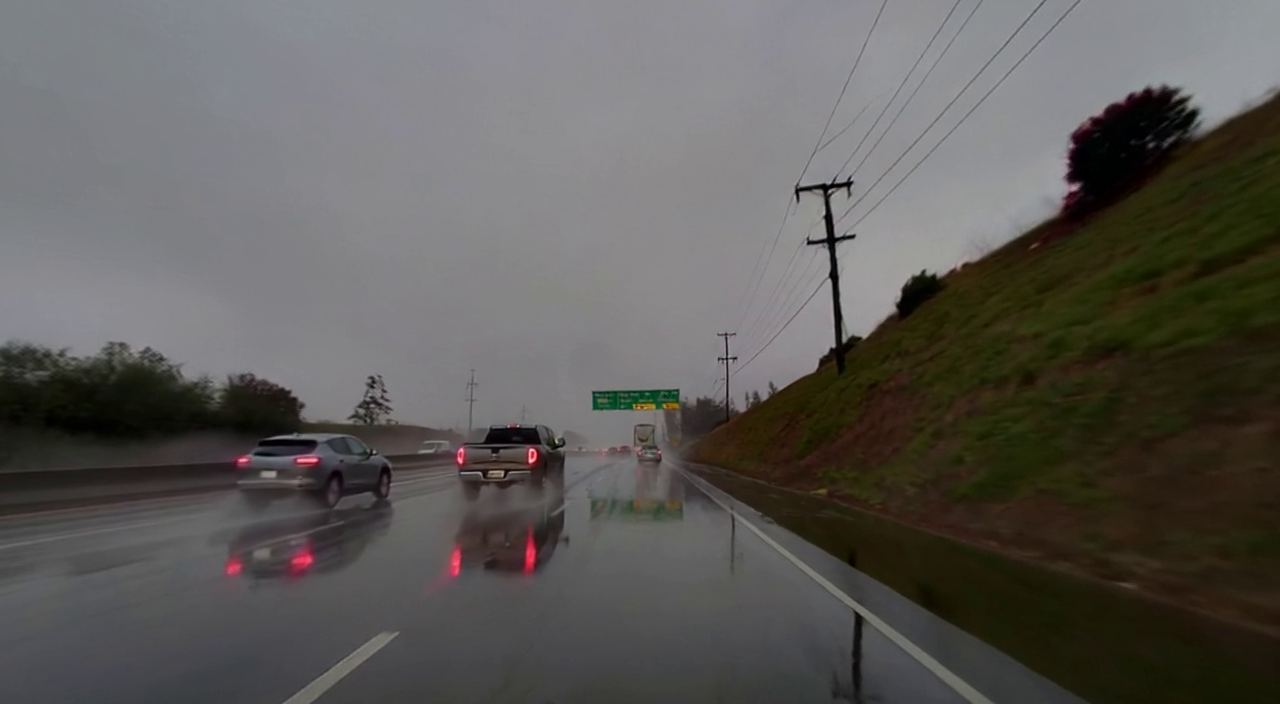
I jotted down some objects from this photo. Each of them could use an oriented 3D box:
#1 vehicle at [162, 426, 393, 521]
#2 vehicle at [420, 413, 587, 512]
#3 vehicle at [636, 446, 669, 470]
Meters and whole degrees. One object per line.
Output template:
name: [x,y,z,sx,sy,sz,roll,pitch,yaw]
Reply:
vehicle: [-7.475,2.542,13.767,2.143,1.688,4.776,0,-8,1]
vehicle: [-3.173,2.814,16.569,2.972,2.087,6.126,0,-8,1]
vehicle: [0.797,7.065,42.132,2.025,1.485,4.310,0,-8,-1]
